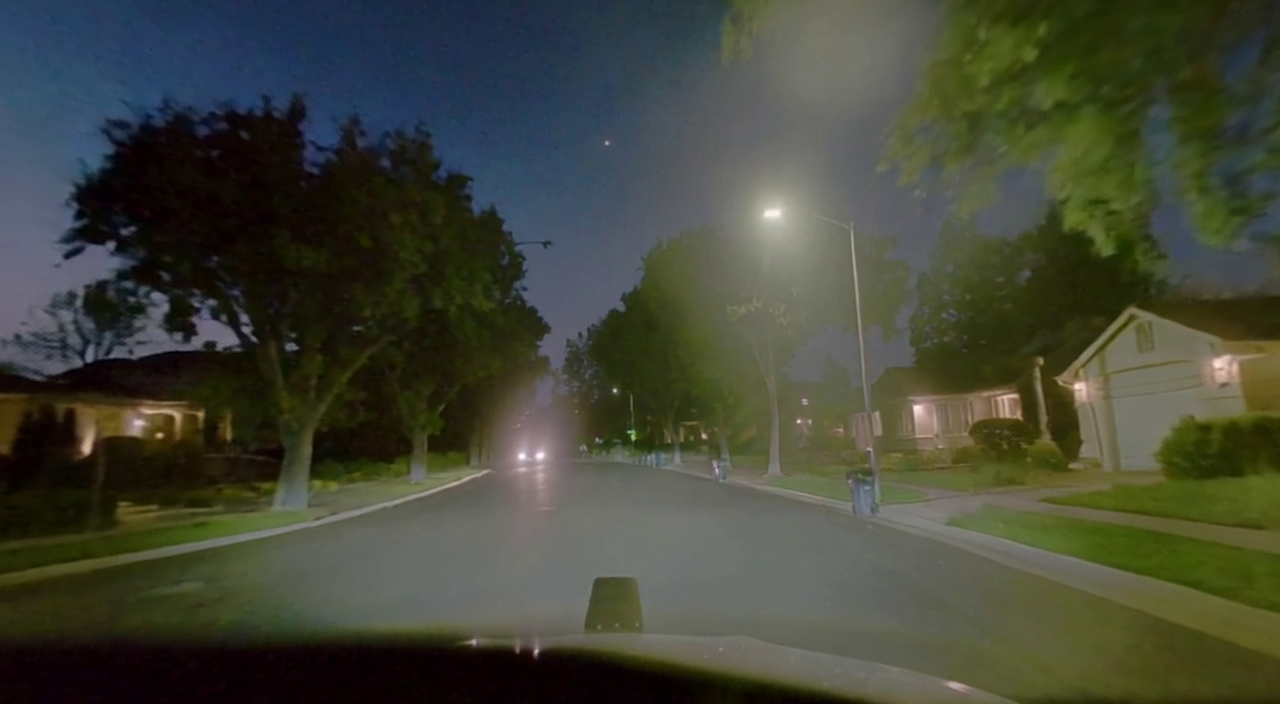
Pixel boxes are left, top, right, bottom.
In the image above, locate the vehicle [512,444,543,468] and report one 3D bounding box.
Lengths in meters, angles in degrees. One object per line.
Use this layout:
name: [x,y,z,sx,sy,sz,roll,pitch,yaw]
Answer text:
vehicle: [-8.774,8.085,49.440,2.217,1.751,4.763,1,-9,-8]
